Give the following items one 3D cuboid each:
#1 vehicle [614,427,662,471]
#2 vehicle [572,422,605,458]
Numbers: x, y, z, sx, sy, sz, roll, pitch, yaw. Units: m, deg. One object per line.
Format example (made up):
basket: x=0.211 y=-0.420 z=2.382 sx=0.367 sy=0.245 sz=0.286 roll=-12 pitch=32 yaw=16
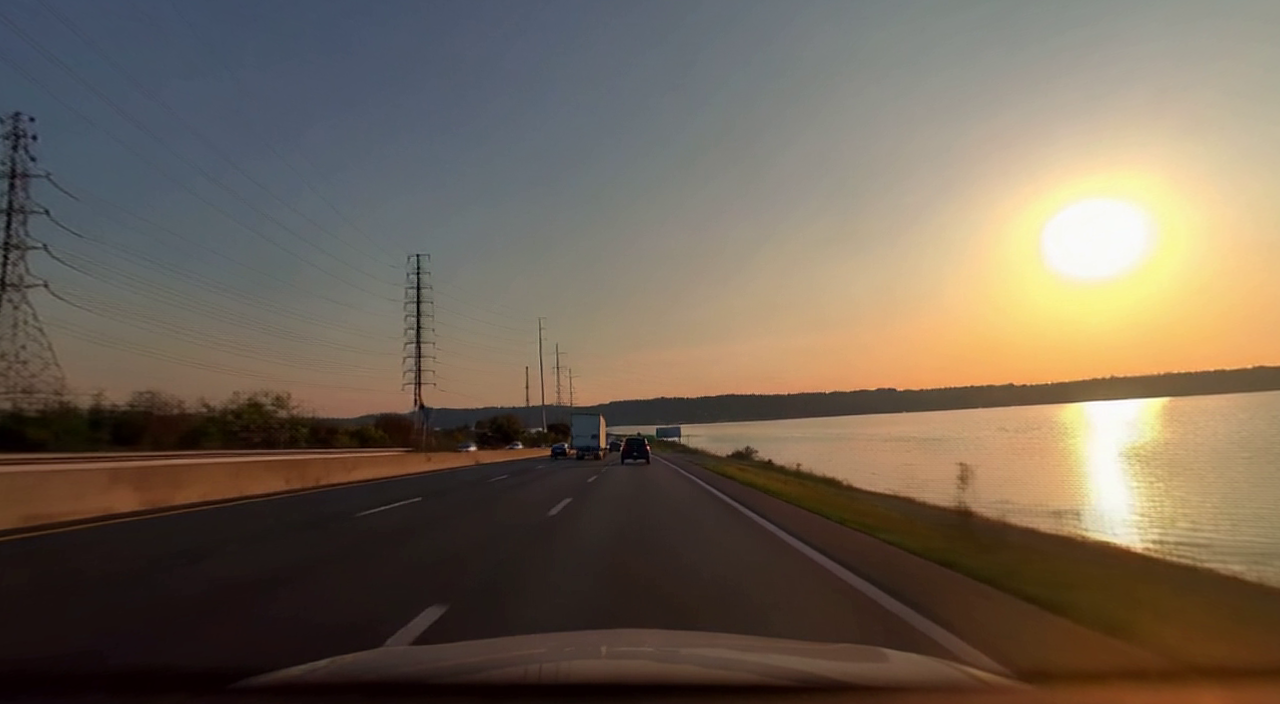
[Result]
vehicle: x=-0.105 y=5.152 z=33.700 sx=2.358 sy=2.144 sz=4.713 roll=0 pitch=-8 yaw=0
vehicle: x=-3.793 y=6.547 z=46.928 sx=2.178 sy=2.522 sz=2.054 roll=0 pitch=-8 yaw=1
